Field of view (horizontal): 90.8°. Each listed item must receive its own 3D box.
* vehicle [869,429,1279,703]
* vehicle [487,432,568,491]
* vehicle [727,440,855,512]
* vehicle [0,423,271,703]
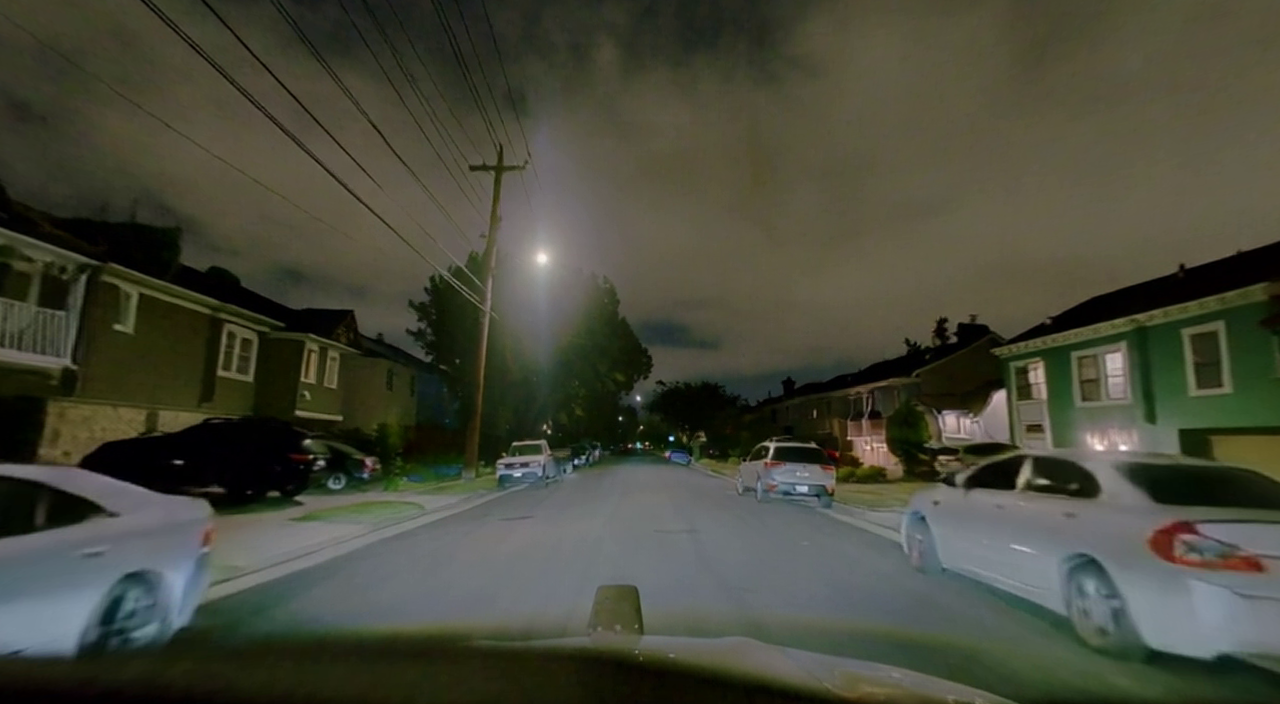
[{"bbox_3d":[3.726,1.410,5.034,1.862,1.452,4.737,0,-9,-2],"label":"vehicle"},{"bbox_3d":[-3.973,3.972,23.255,2.057,1.887,5.053,0,-9,0],"label":"vehicle"},{"bbox_3d":[3.587,3.017,15.939,2.019,1.536,4.405,0,-9,-2],"label":"vehicle"},{"bbox_3d":[-3.780,1.015,2.533,1.971,1.460,4.523,0,-9,-2],"label":"vehicle"}]
